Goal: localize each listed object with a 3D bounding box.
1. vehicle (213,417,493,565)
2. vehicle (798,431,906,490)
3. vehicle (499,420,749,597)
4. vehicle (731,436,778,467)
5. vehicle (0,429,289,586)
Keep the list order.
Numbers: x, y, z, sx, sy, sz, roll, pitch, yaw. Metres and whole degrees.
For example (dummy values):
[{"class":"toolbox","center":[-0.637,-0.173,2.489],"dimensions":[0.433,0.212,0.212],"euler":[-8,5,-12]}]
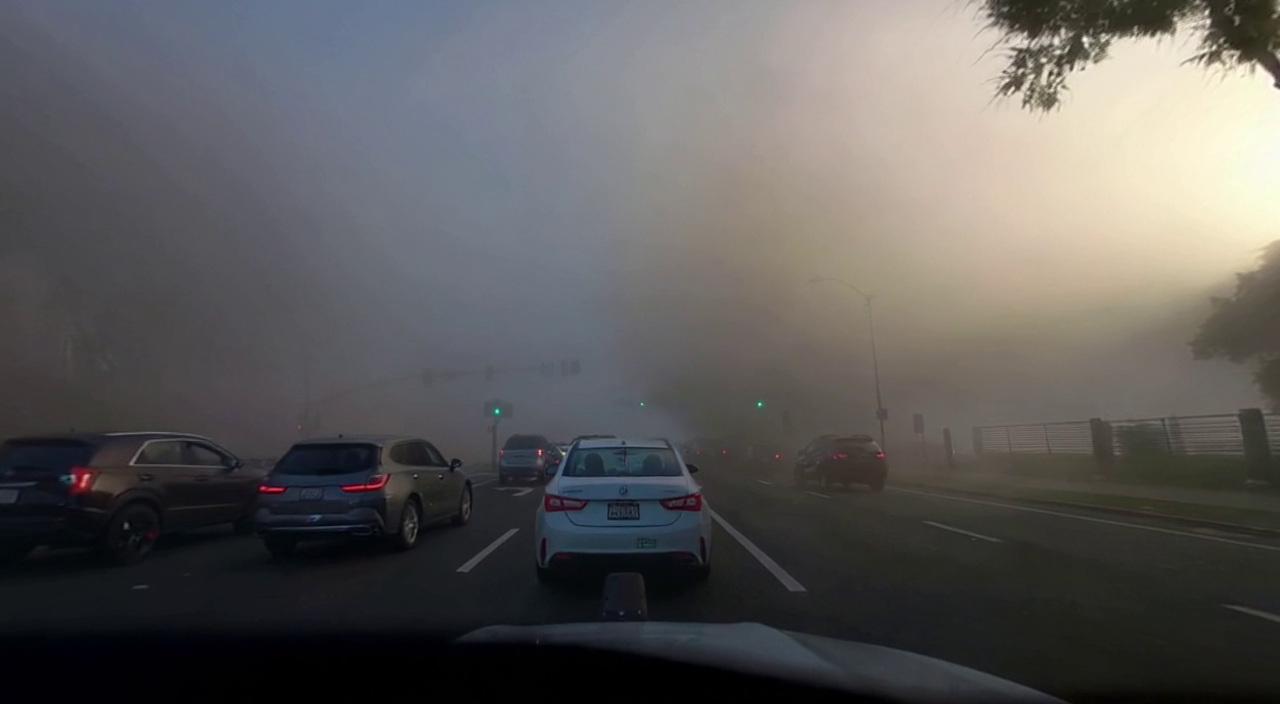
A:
[{"class":"vehicle","center":[-3.719,1.876,9.283],"dimensions":[2.009,1.619,4.376],"euler":[0,-9,1]},{"class":"vehicle","center":[6.409,3.323,19.612],"dimensions":[1.895,1.633,4.030],"euler":[0,-9,-1]},{"class":"vehicle","center":[-0.170,1.673,7.633],"dimensions":[2.161,1.501,4.184],"euler":[0,-9,-1]},{"class":"vehicle","center":[6.617,5.804,36.799],"dimensions":[1.889,1.681,4.120],"euler":[0,-9,-1]},{"class":"vehicle","center":[-6.934,1.853,8.439],"dimensions":[1.860,1.491,4.586],"euler":[0,-9,0]}]
